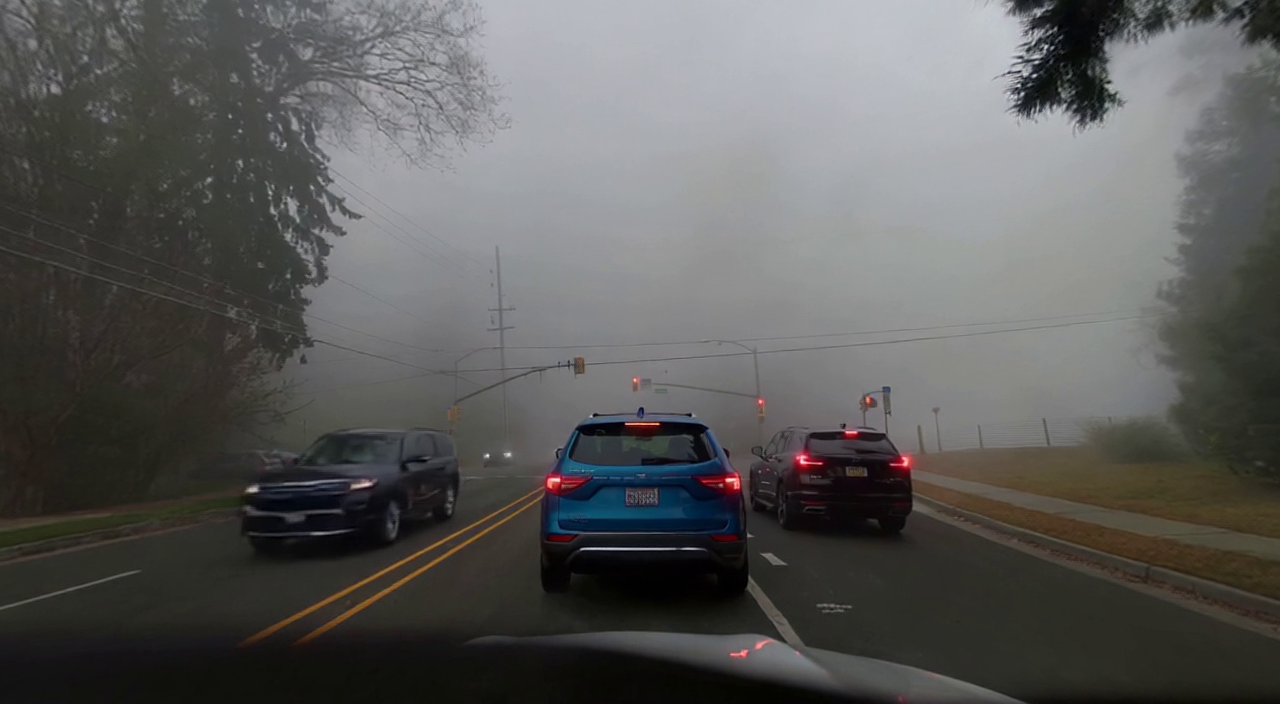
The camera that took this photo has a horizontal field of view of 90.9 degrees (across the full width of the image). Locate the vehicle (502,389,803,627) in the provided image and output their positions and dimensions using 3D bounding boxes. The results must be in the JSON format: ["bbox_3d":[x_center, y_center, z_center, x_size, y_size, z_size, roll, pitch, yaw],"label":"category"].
[{"bbox_3d":[0.061,1.423,6.660,2.151,1.695,4.100,0,-8,-1],"label":"vehicle"}]

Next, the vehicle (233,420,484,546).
[{"bbox_3d":[-4.439,2.142,11.003,2.292,1.711,4.541,0,-8,0],"label":"vehicle"}]

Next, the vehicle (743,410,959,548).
[{"bbox_3d":[3.083,1.953,10.343,1.967,1.756,4.281,0,-8,-1],"label":"vehicle"}]
